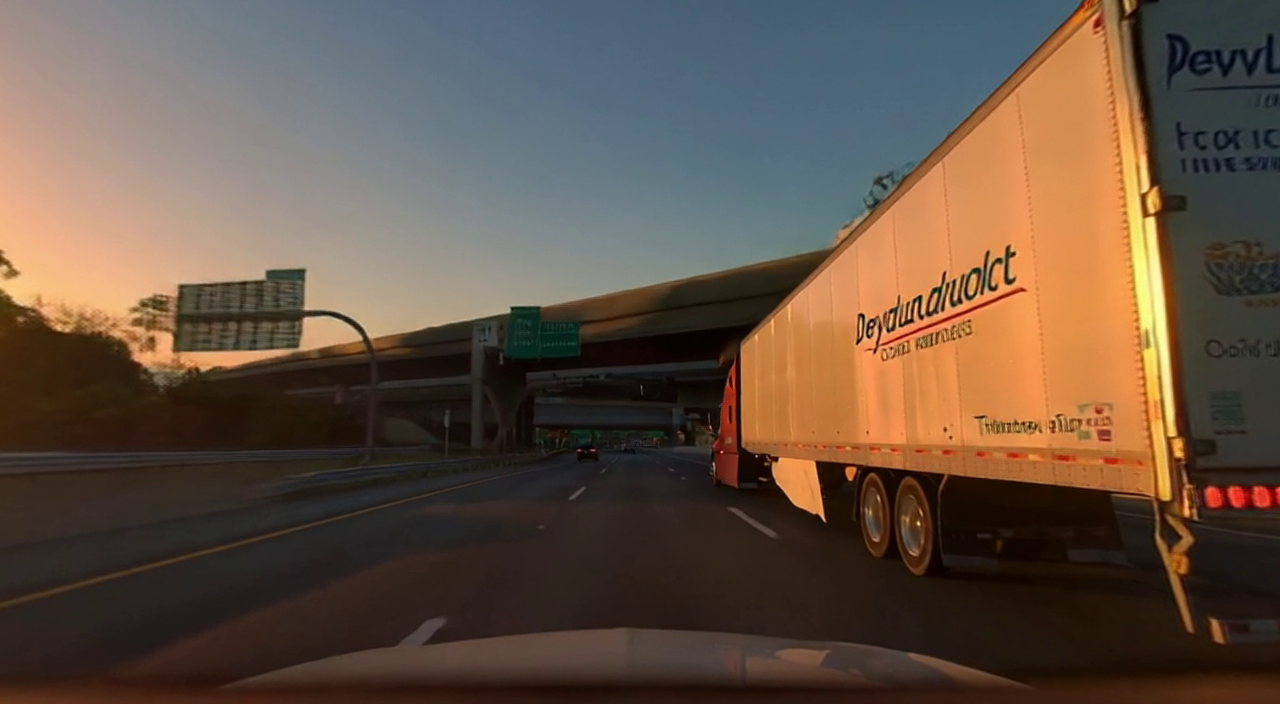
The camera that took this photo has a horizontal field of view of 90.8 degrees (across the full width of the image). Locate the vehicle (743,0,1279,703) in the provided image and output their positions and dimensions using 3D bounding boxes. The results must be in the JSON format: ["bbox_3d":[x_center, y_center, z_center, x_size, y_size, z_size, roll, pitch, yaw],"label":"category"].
[{"bbox_3d":[4.031,0.517,9.305,2.962,4.132,12.720,0,-8,0],"label":"vehicle"}]

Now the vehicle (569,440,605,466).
[{"bbox_3d":[-3.427,6.638,41.715,2.030,1.657,3.926,0,-8,0],"label":"vehicle"}]
